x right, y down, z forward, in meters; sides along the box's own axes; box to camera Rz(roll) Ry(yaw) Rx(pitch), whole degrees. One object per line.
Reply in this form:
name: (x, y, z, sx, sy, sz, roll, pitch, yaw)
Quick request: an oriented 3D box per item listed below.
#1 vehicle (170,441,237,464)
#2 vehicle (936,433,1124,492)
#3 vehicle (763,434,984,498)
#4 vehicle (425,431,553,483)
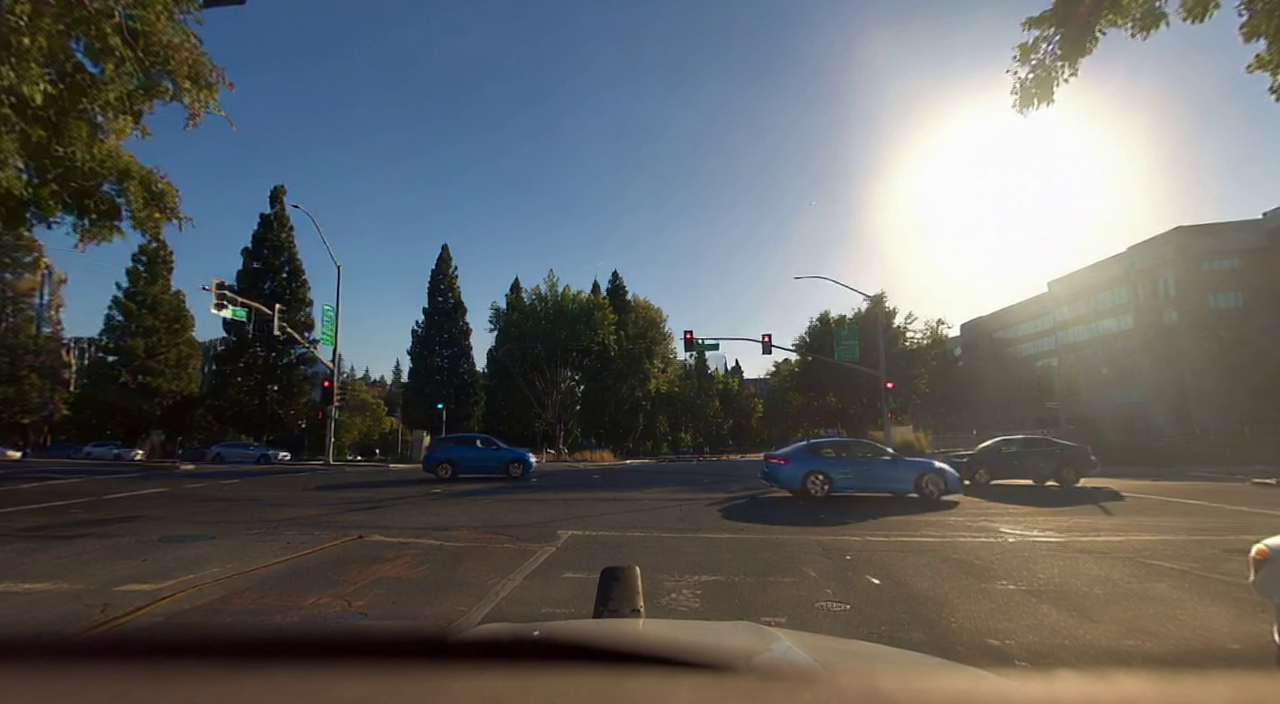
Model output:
vehicle: (-29.118, 6.702, 42.041, 1.696, 1.431, 3.686, 0, -8, 3)
vehicle: (12.416, 3.539, 20.277, 4.580, 1.768, 2.134, 0, -8, 1)
vehicle: (5.964, 2.958, 16.524, 5.000, 1.559, 1.960, 0, -8, 0)
vehicle: (-5.675, 3.903, 23.595, 4.346, 1.753, 1.994, 3, -9, -23)
